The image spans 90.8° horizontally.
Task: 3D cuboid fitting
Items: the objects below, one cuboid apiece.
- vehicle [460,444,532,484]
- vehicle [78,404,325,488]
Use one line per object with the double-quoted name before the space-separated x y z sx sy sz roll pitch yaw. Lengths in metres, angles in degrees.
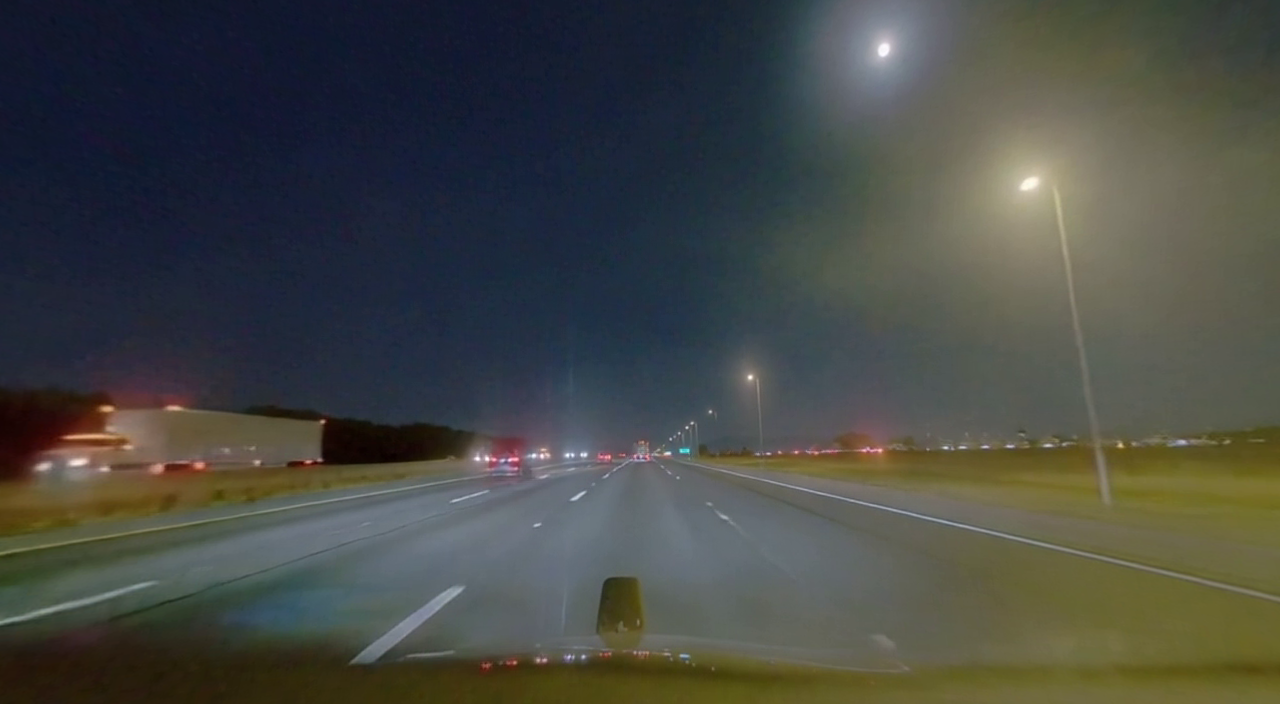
"vehicle" -6.608 5.198 29.614 2.234 1.698 4.634 0 -9 1
"vehicle" -24.316 5.648 37.445 3.210 3.820 16.949 0 -9 -2
